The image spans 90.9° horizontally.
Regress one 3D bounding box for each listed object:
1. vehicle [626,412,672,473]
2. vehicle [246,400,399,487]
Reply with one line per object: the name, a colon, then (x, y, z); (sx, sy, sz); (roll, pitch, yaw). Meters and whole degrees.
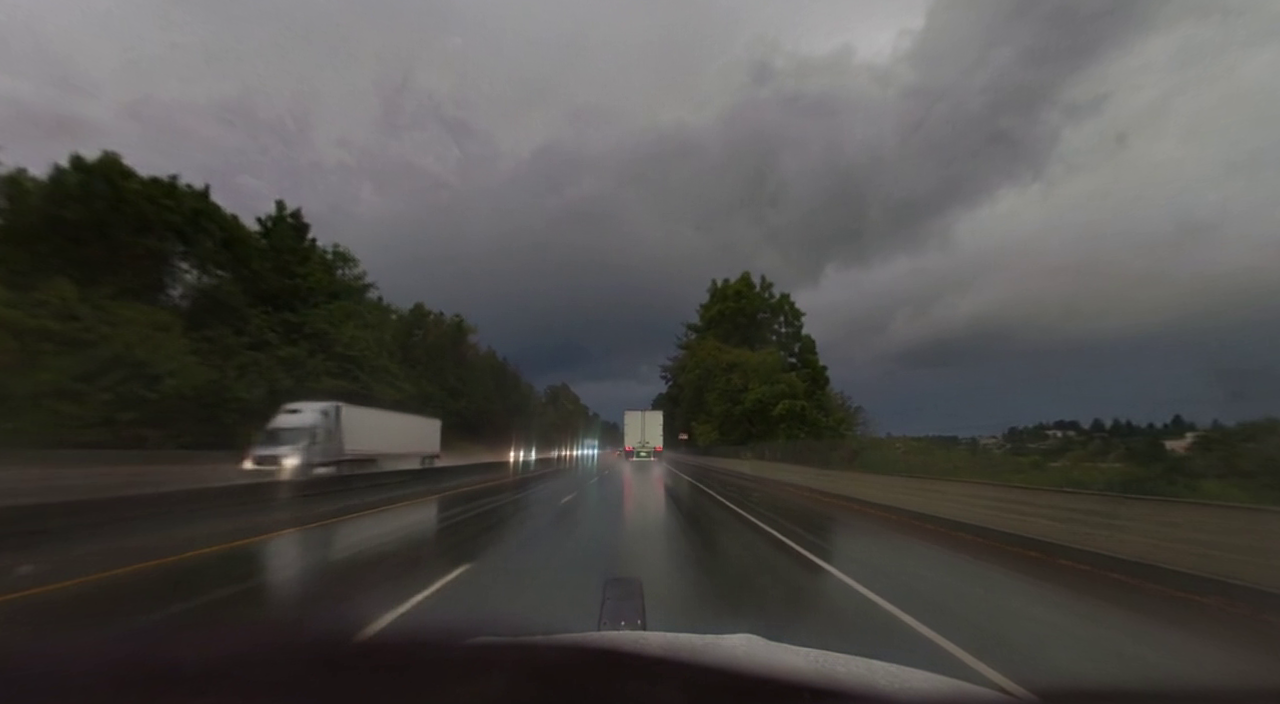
vehicle: (0.591, 6.772, 46.706); (3.024, 3.965, 10.399); (0, -9, 0)
vehicle: (-16.859, 5.088, 34.751); (2.940, 4.033, 10.221); (0, -9, 1)
